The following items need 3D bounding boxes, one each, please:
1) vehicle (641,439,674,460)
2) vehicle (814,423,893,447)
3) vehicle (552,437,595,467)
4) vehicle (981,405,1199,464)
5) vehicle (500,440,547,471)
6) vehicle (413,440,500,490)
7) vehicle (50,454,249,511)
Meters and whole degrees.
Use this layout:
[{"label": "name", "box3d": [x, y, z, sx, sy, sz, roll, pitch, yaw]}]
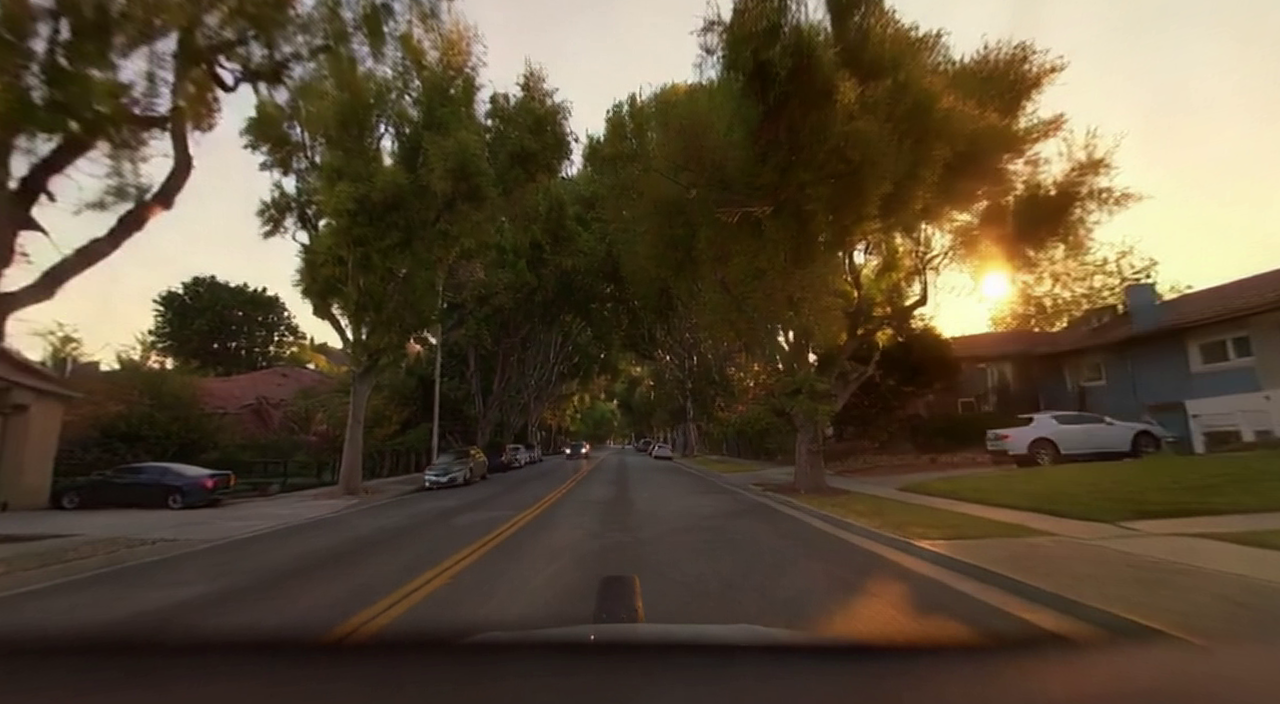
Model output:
[{"label": "vehicle", "box3d": [1.275, 7.237, 46.814, 1.996, 1.516, 4.122, 1, -9, -5]}, {"label": "vehicle", "box3d": [12.979, 5.114, 38.678, 4.370, 1.433, 1.889, -2, -9, 12]}, {"label": "vehicle", "box3d": [-3.961, 6.076, 38.380, 2.106, 1.688, 4.392, 0, -9, 0]}, {"label": "vehicle", "box3d": [12.266, 2.336, 17.571, 4.389, 1.480, 2.038, -2, -9, 9]}, {"label": "vehicle", "box3d": [-6.918, 6.172, 37.904, 2.033, 1.721, 4.328, 0, -9, -1]}, {"label": "vehicle", "box3d": [-6.688, 4.151, 23.537, 2.031, 1.662, 4.194, 0, -9, -1]}, {"label": "vehicle", "box3d": [-14.003, 3.690, 18.138, 4.487, 1.464, 1.889, -2, -9, 11]}]
